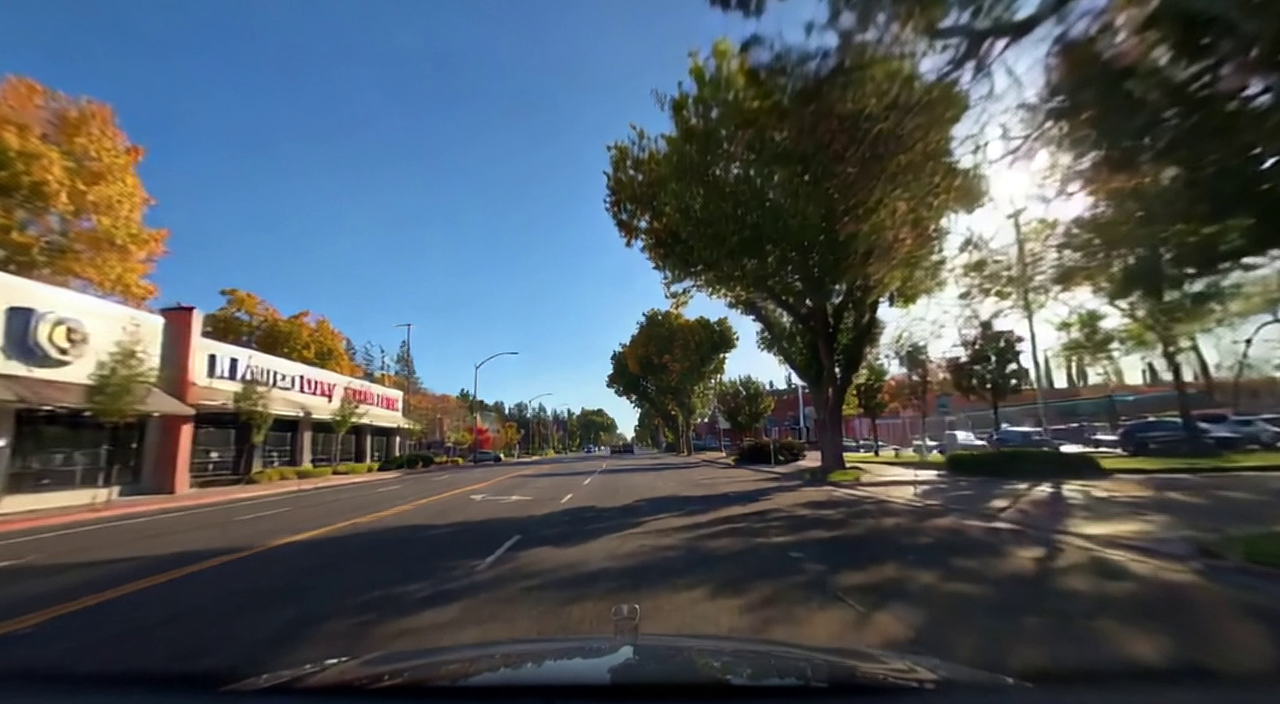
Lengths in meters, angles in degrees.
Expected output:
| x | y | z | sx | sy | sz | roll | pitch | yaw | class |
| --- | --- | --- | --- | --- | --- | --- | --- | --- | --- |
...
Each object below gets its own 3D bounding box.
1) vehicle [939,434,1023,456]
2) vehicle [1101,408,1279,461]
| x | y | z | sx | sy | sz | roll | pitch | yaw | class |
| --- | --- | --- | --- | --- | --- | --- | --- | --- | --- |
| 23.178 | 6.323 | 43.024 | 4.579 | 1.482 | 1.911 | 0 | -8 | 1 | vehicle |
| 23.553 | 3.507 | 26.674 | 6.239 | 2.118 | 2.380 | 0 | -8 | -1 | vehicle |
